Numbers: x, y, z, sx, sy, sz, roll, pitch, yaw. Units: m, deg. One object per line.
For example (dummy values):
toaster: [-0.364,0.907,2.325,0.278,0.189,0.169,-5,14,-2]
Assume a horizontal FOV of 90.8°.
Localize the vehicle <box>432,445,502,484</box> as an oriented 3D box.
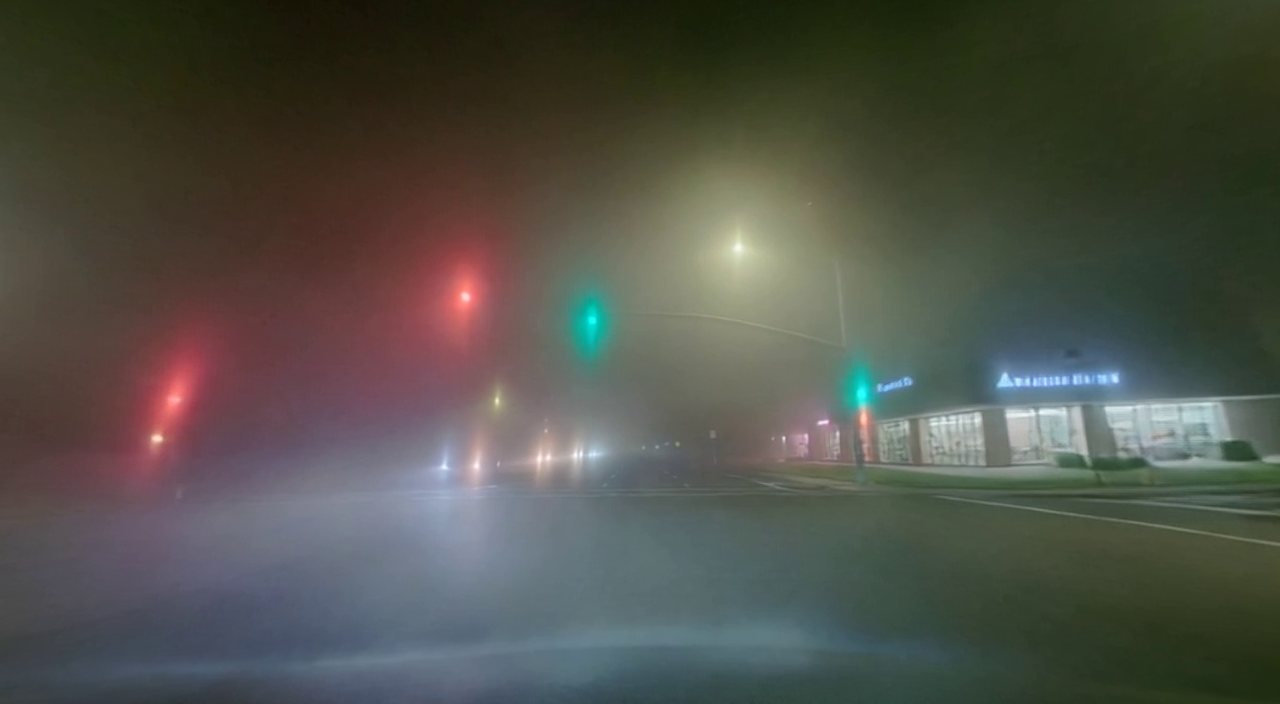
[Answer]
vehicle: [-7.754,5.126,28.708,2.011,1.490,4.472,-3,-10,-1]
